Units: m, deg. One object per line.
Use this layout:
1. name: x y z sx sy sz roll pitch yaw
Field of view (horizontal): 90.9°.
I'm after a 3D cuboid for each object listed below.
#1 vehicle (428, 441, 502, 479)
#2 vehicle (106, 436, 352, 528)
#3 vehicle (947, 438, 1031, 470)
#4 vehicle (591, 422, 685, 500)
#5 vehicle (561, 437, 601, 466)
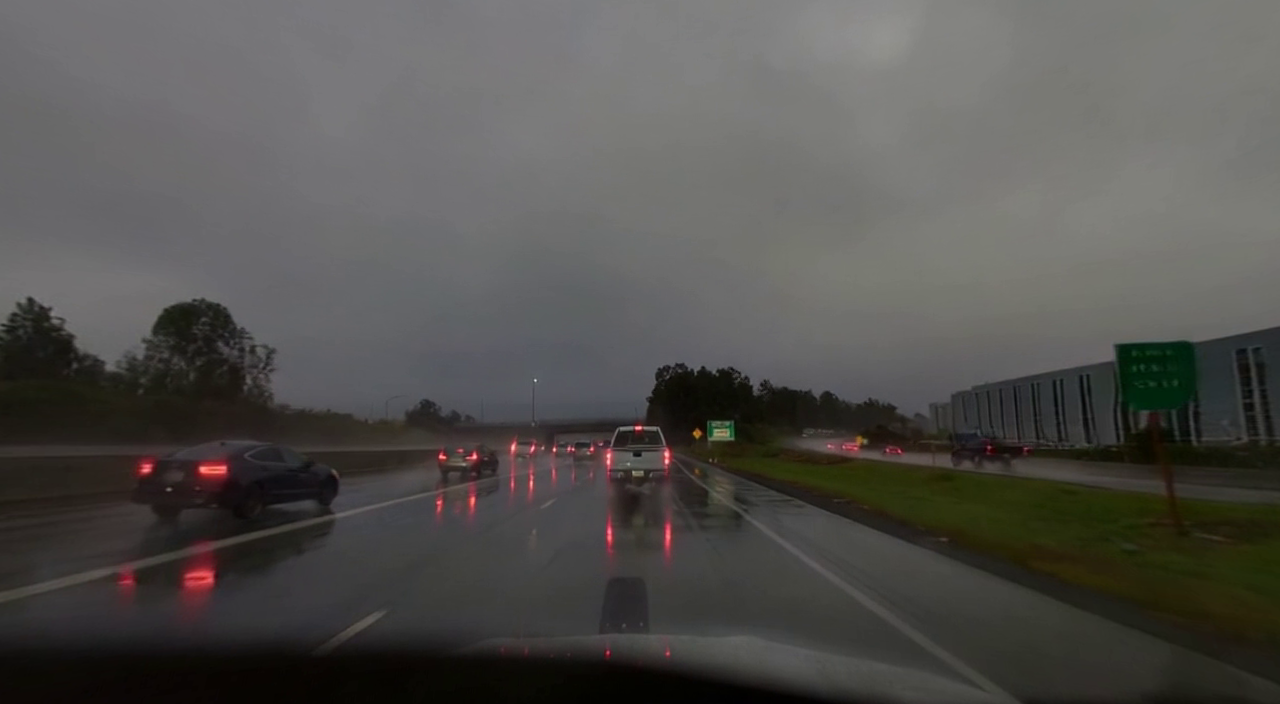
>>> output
1. vehicle: -7.349 4.552 26.903 1.869 1.466 4.217 0 -9 1
2. vehicle: -7.583 2.413 12.293 1.864 1.458 4.295 0 -9 1
3. vehicle: 17.382 5.130 31.739 1.918 1.472 4.782 -1 -9 6
4. vehicle: -0.054 2.815 16.527 2.152 1.779 3.924 0 -9 0
5. vehicle: -3.524 6.000 38.189 1.952 1.649 4.131 0 -9 1
